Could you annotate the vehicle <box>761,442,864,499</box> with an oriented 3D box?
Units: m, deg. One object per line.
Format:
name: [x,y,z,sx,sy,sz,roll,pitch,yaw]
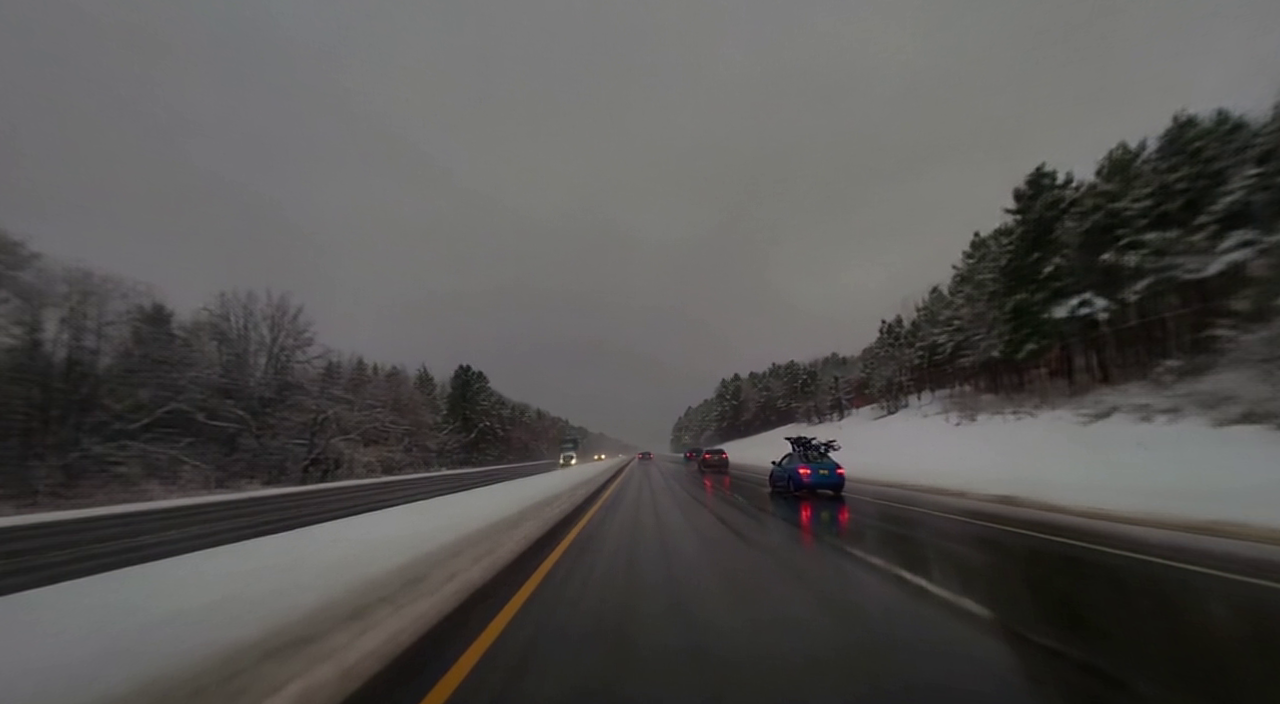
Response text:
vehicle: [5.050,3.502,18.975,1.964,1.513,3.707,0,-9,-1]

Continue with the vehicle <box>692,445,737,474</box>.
vehicle: [4.470,6.543,38.478,2.122,1.662,4.392,0,-9,0]
